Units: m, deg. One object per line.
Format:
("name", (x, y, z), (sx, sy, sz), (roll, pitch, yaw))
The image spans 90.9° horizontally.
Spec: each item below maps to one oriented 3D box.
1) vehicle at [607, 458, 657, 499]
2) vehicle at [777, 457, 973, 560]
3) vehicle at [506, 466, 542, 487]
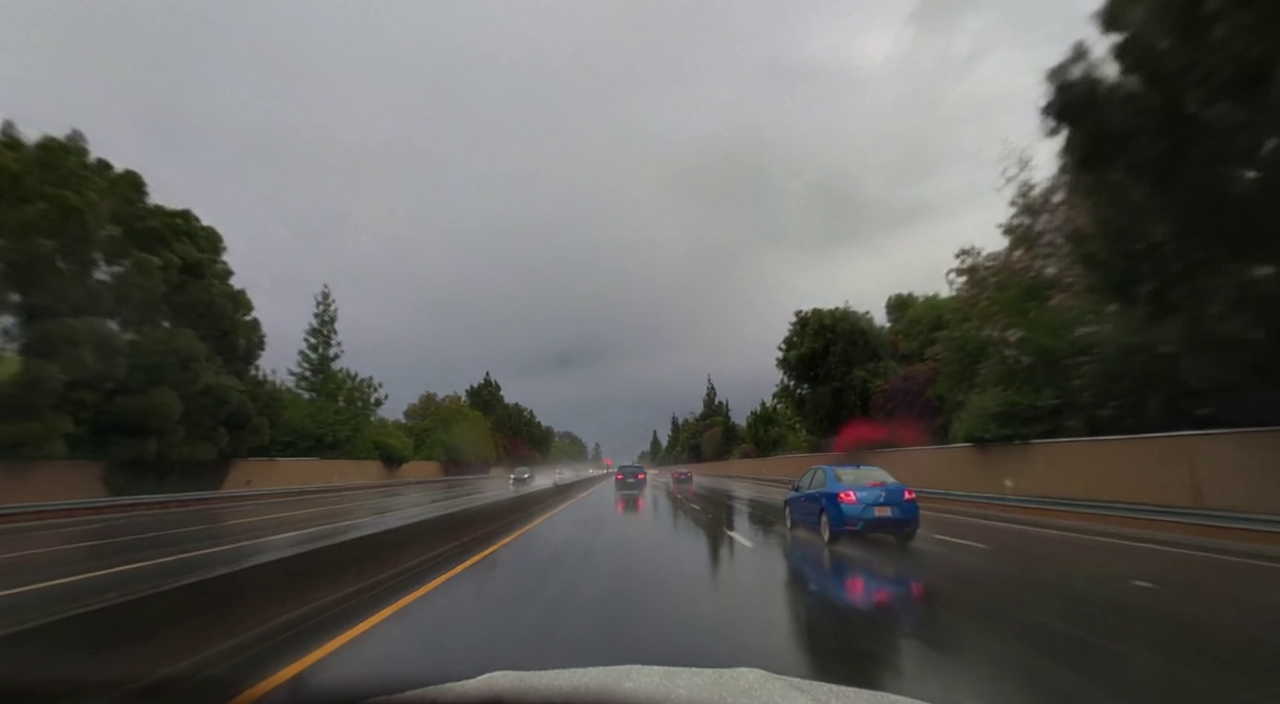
("vehicle", (-0.355, 5.599, 28.042), (2.037, 1.605, 3.833), (1, -11, 0))
("vehicle", (3.940, 2.709, 11.448), (1.938, 1.494, 4.032), (1, -11, -1))
("vehicle", (-8.919, 9.609, 48.811), (2.006, 1.468, 4.450), (1, -11, -1))
